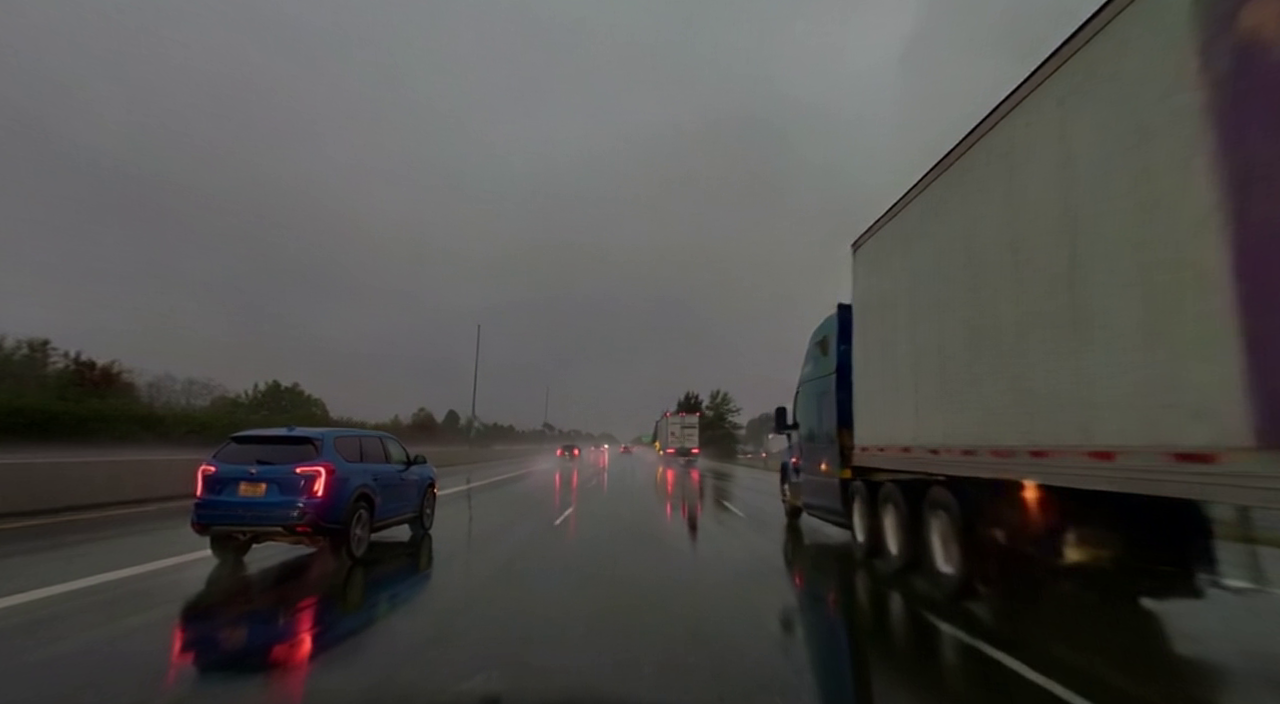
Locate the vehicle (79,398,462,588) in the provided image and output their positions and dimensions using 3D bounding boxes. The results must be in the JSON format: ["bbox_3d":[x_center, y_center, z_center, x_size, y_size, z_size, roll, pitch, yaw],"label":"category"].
[{"bbox_3d":[-4.124,1.668,8.256,2.202,1.760,4.617,0,-9,0],"label":"vehicle"}]

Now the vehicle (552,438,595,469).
[{"bbox_3d":[-3.961,6.144,38.201,2.139,1.716,4.530,0,-9,-1],"label":"vehicle"}]

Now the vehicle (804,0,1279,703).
[{"bbox_3d":[4.286,-0.284,3.114,2.933,4.016,13.949,0,-9,-1],"label":"vehicle"}]
